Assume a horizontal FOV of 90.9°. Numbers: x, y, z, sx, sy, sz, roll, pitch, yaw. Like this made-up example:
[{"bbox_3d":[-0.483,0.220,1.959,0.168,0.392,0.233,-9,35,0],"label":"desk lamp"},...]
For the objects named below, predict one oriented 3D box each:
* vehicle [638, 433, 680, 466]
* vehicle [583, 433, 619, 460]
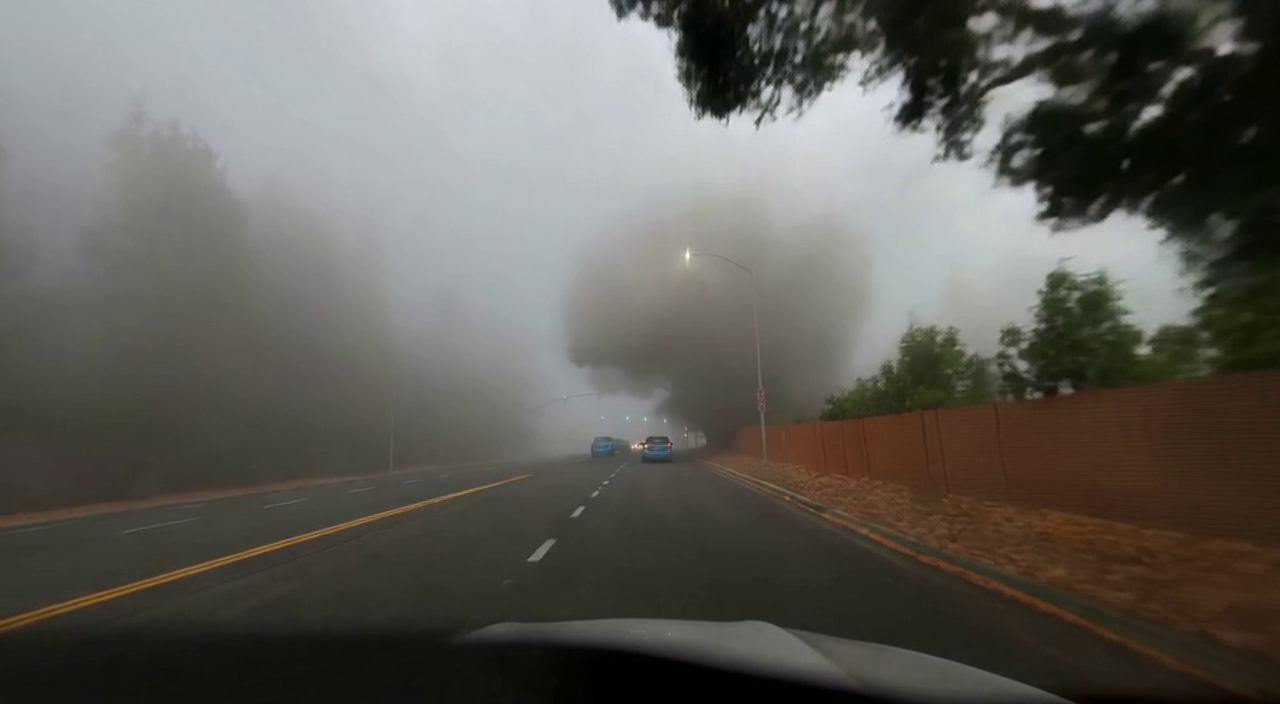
[{"bbox_3d":[0.993,5.266,34.206,2.127,1.665,3.993,0,-9,0],"label":"vehicle"},{"bbox_3d":[-2.679,6.637,44.085,2.190,1.766,4.394,0,-9,1],"label":"vehicle"}]
